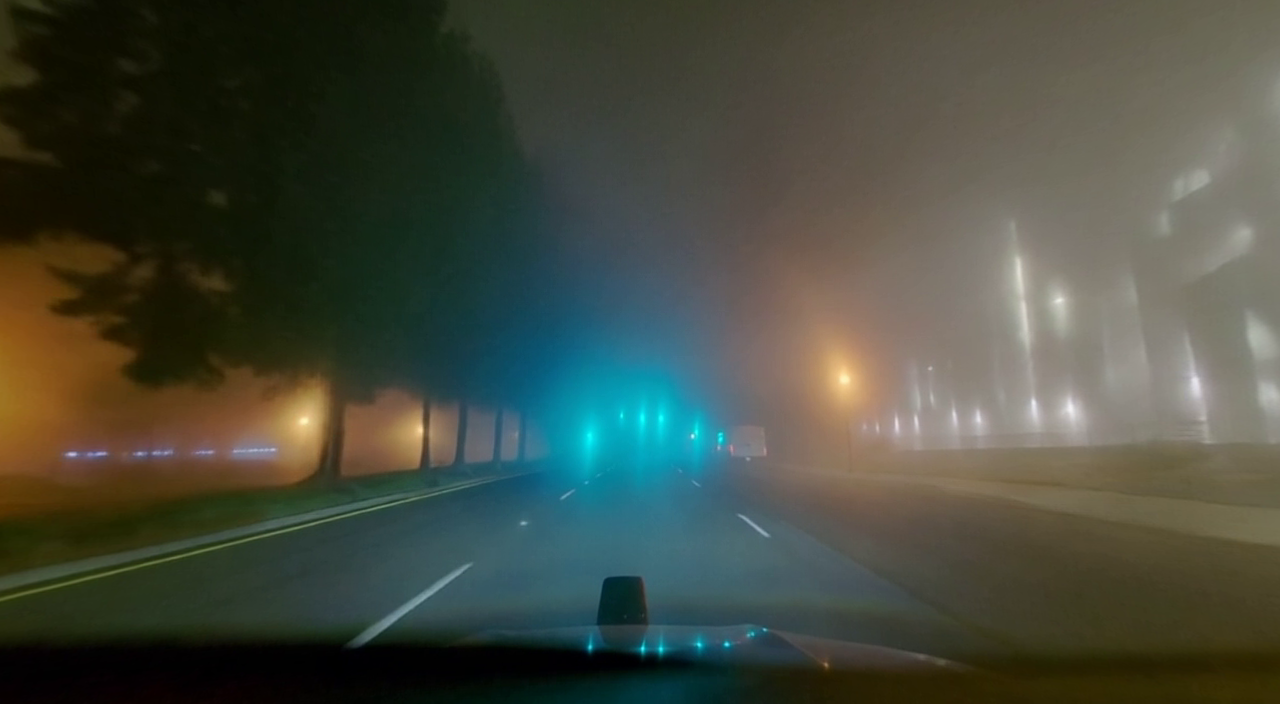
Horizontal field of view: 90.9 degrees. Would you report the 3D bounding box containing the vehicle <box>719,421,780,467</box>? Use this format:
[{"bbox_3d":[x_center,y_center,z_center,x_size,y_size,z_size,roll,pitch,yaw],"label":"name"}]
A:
[{"bbox_3d":[6.644,5.717,39.068,2.762,2.607,6.182,0,-8,1],"label":"vehicle"}]
